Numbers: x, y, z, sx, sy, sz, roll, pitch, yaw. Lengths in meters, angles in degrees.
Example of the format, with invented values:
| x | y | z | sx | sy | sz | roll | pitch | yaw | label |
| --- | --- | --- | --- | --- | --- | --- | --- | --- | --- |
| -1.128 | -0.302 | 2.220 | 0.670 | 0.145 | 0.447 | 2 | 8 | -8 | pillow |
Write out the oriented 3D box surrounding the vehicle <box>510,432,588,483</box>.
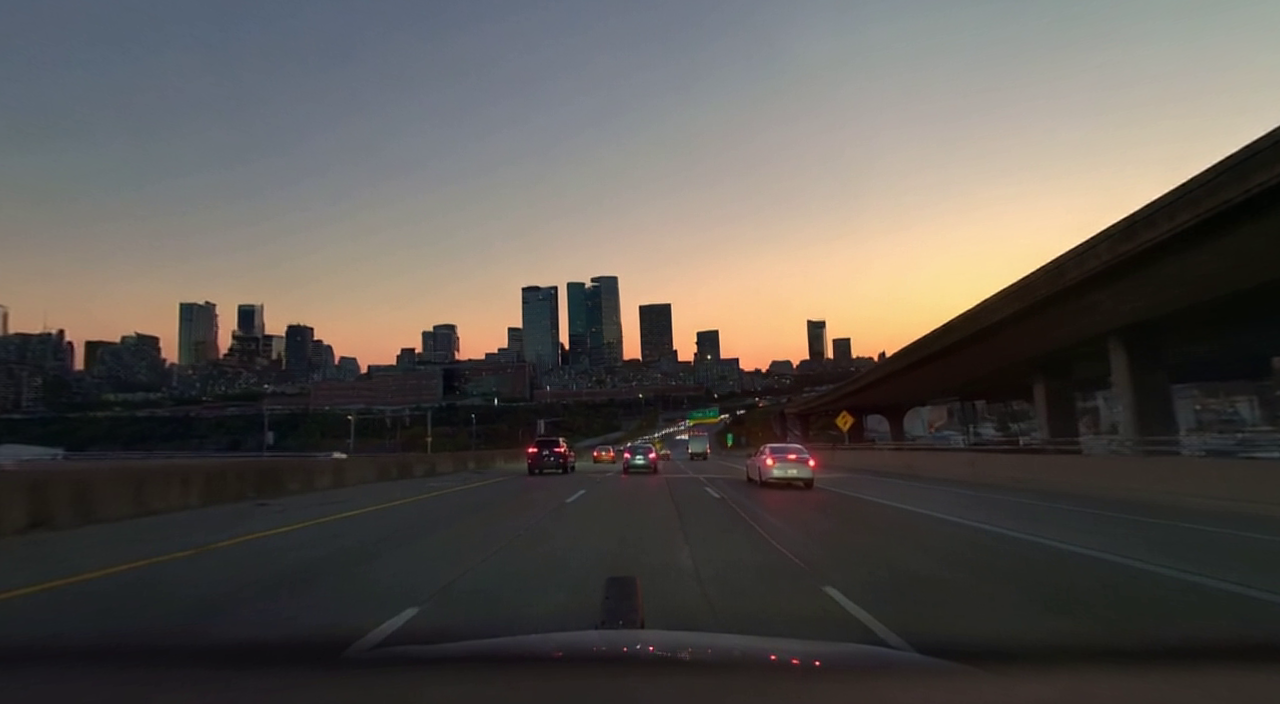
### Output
| x | y | z | sx | sy | sz | roll | pitch | yaw | label |
| --- | --- | --- | --- | --- | --- | --- | --- | --- | --- |
| -3.478 | 4.151 | 25.094 | 2.142 | 1.819 | 4.648 | 0 | -8 | 3 | vehicle |

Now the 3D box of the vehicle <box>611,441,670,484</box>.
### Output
| x | y | z | sx | sy | sz | roll | pitch | yaw | label |
| --- | --- | --- | --- | --- | --- | --- | --- | --- | --- |
| 0.078 | 4.172 | 24.216 | 2.089 | 1.493 | 3.964 | 0 | -8 | 2 | vehicle |

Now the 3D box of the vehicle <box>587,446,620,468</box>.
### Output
| x | y | z | sx | sy | sz | roll | pitch | yaw | label |
| --- | --- | --- | --- | --- | --- | --- | --- | --- | --- |
| -2.570 | 7.474 | 45.116 | 1.868 | 1.431 | 4.055 | 0 | -8 | 3 | vehicle |

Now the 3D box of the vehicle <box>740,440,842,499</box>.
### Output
| x | y | z | sx | sy | sz | roll | pitch | yaw | label |
| --- | --- | --- | --- | --- | --- | --- | --- | --- | --- |
| 4.219 | 3.318 | 18.290 | 1.974 | 1.490 | 3.994 | 0 | -8 | 0 | vehicle |
